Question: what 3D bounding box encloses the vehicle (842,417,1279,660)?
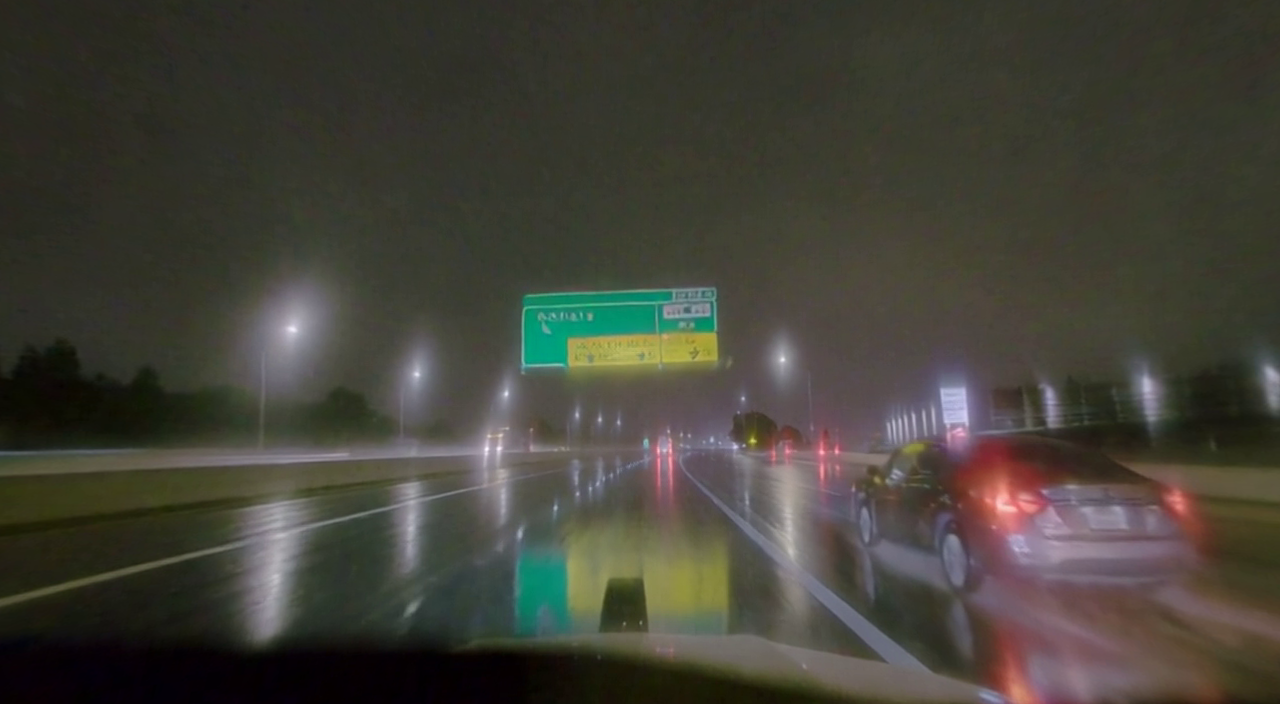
[{"bbox_3d":[3.793,1.511,6.329,1.999,1.492,4.673,0,-8,0],"label":"vehicle"}]
